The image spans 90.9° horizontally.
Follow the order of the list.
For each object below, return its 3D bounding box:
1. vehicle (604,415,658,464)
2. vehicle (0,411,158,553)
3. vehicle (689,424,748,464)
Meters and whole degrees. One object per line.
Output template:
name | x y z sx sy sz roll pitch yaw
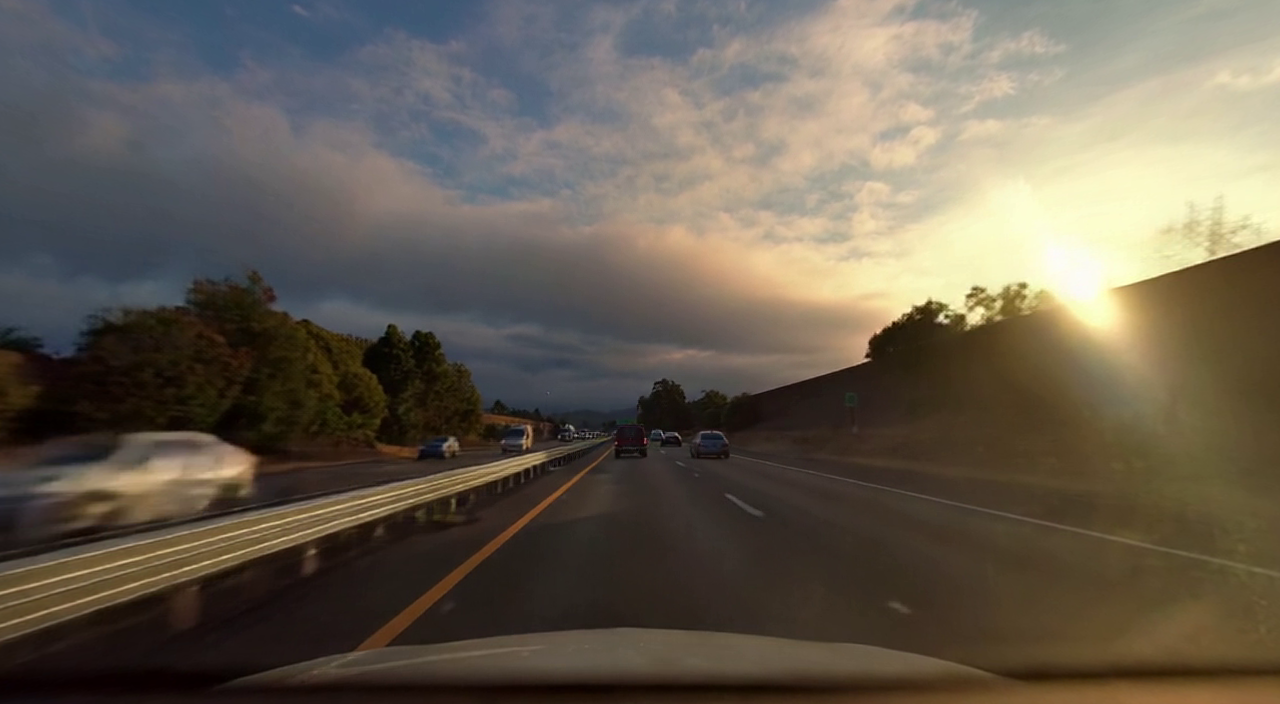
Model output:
vehicle | -0.462 4.026 29.000 2.270 2.044 4.633 0 -8 -2
vehicle | -8.800 1.707 8.372 1.811 1.736 3.792 -1 -8 -1
vehicle | 3.388 4.072 28.024 1.981 1.606 3.956 0 -8 -2
